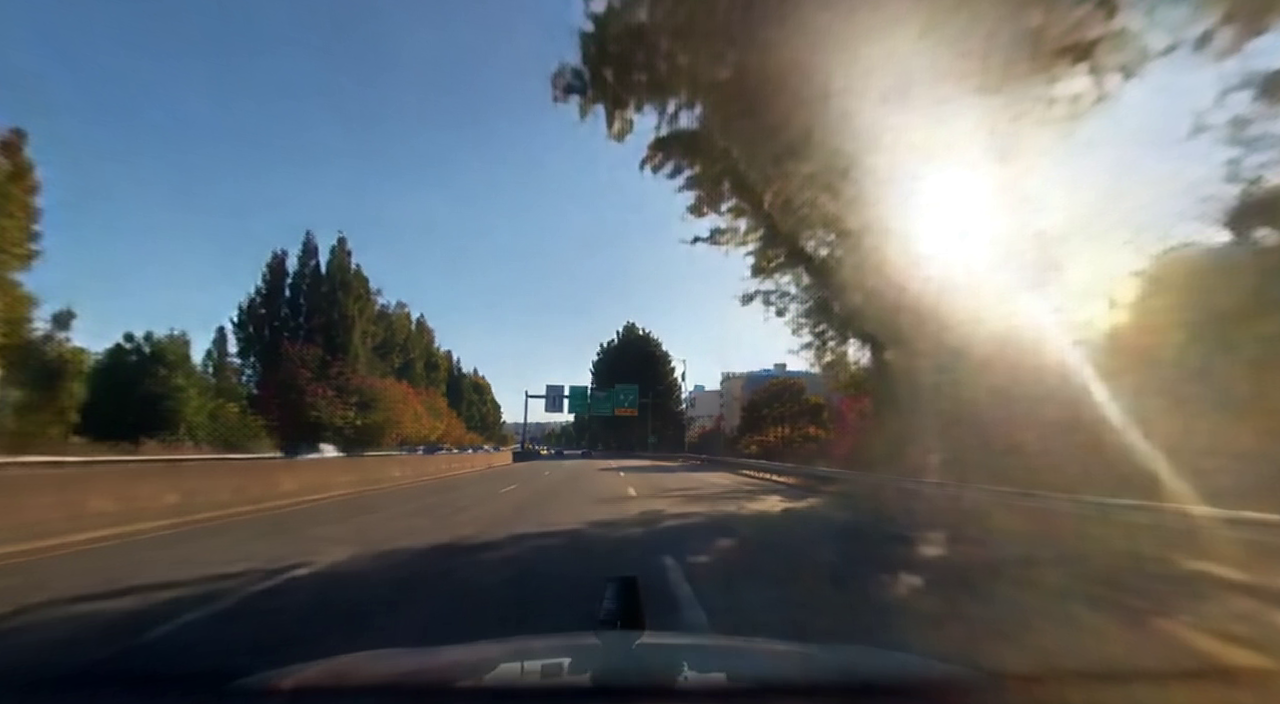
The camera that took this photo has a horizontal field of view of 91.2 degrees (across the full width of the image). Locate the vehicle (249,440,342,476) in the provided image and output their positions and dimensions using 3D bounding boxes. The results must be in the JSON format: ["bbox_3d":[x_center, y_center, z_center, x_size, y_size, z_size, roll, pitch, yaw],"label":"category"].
[{"bbox_3d":[-15.383,4.754,28.276,1.853,1.463,4.476,0,-9,-3],"label":"vehicle"}]

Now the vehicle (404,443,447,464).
[{"bbox_3d":[-16.545,7.852,48.524,1.916,1.524,4.522,0,-9,-3],"label":"vehicle"}]
